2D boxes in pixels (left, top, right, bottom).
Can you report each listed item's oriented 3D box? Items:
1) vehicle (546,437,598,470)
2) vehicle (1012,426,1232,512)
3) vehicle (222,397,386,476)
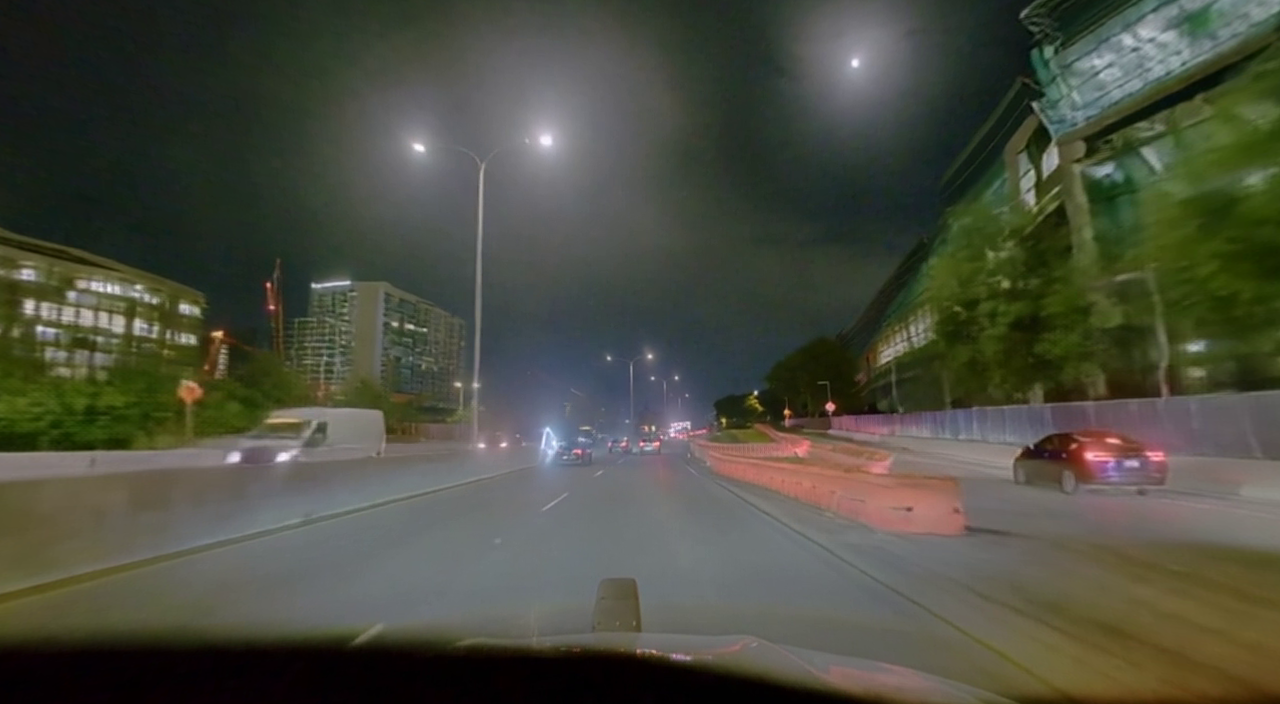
[{"bbox_3d":[-3.124,4.733,29.650,1.848,1.406,4.013,0,-8,3],"label":"vehicle"},{"bbox_3d":[9.610,2.329,13.002,1.913,1.499,3.581,-1,-8,6],"label":"vehicle"},{"bbox_3d":[-13.172,3.446,25.645,2.297,2.733,7.664,0,-8,1],"label":"vehicle"}]
